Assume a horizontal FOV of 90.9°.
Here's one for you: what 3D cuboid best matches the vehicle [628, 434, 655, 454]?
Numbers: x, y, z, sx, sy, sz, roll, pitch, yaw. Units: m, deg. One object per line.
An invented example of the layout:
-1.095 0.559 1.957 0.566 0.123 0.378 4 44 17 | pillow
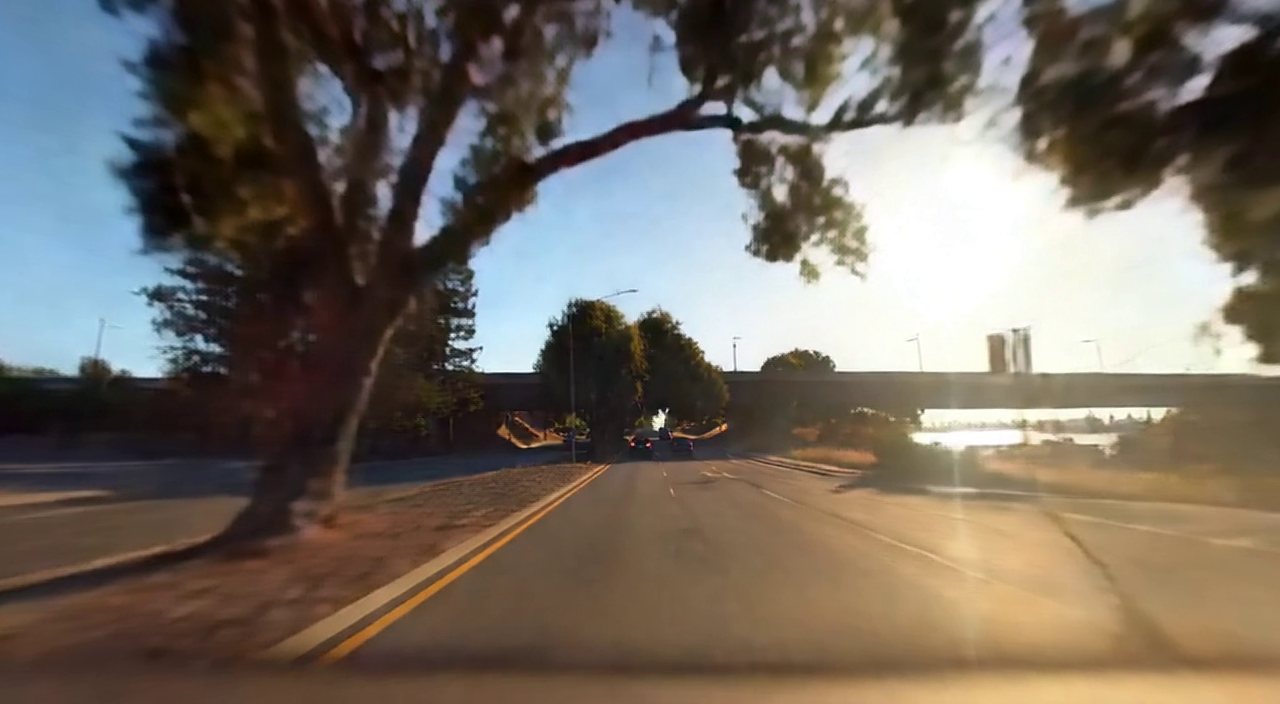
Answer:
0.117 7.228 49.509 2.039 1.462 4.203 0 -8 0 | vehicle
